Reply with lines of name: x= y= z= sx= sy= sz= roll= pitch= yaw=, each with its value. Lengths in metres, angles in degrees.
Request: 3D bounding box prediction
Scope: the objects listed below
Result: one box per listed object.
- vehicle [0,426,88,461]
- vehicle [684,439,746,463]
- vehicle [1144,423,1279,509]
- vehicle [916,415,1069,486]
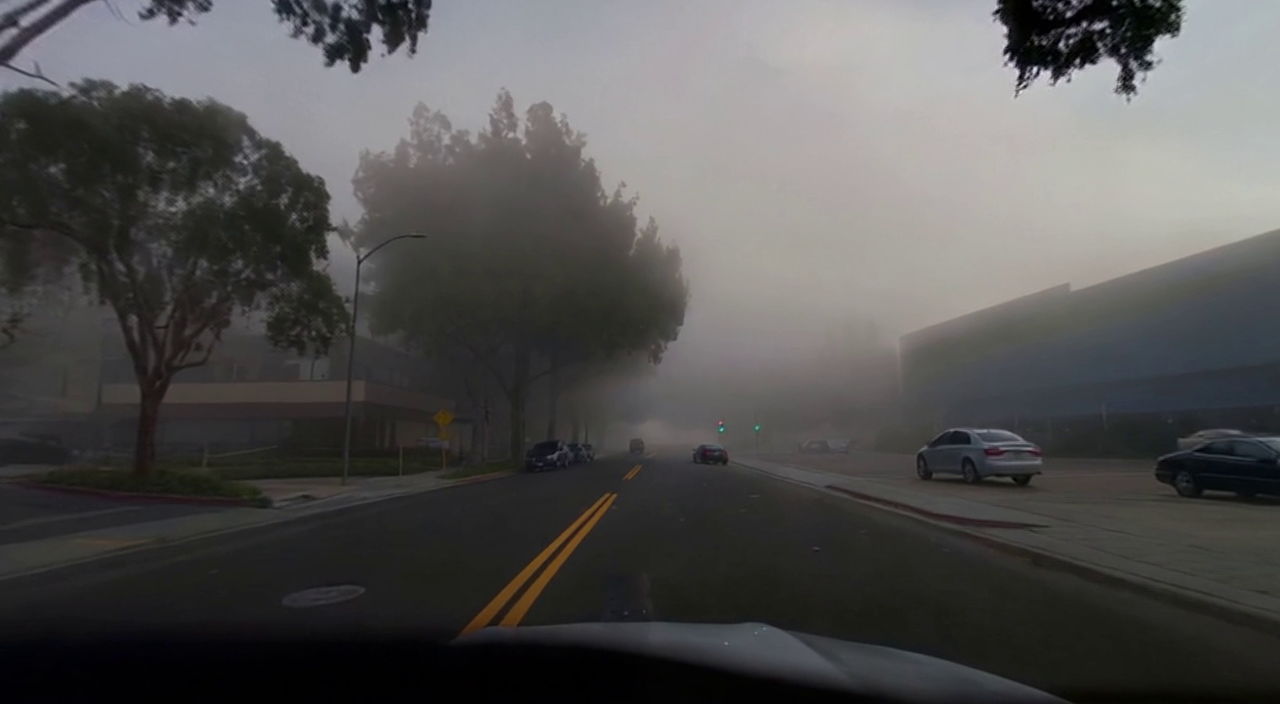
vehicle: x=-30.099 y=4.406 z=30.232 sx=4.814 sy=1.609 sz=2.197 roll=3 pitch=-9 yaw=-19
vehicle: x=5.681 y=7.574 z=48.133 sx=4.277 sy=1.740 sz=2.097 roll=-8 pitch=-11 yaw=41
vehicle: x=12.502 y=2.168 z=12.121 sx=1.903 sy=1.528 sz=4.374 roll=0 pitch=-9 yaw=-1
vehicle: x=10.289 y=2.994 z=18.947 sx=2.018 sy=1.840 sz=4.662 roll=-1 pitch=-10 yaw=3
